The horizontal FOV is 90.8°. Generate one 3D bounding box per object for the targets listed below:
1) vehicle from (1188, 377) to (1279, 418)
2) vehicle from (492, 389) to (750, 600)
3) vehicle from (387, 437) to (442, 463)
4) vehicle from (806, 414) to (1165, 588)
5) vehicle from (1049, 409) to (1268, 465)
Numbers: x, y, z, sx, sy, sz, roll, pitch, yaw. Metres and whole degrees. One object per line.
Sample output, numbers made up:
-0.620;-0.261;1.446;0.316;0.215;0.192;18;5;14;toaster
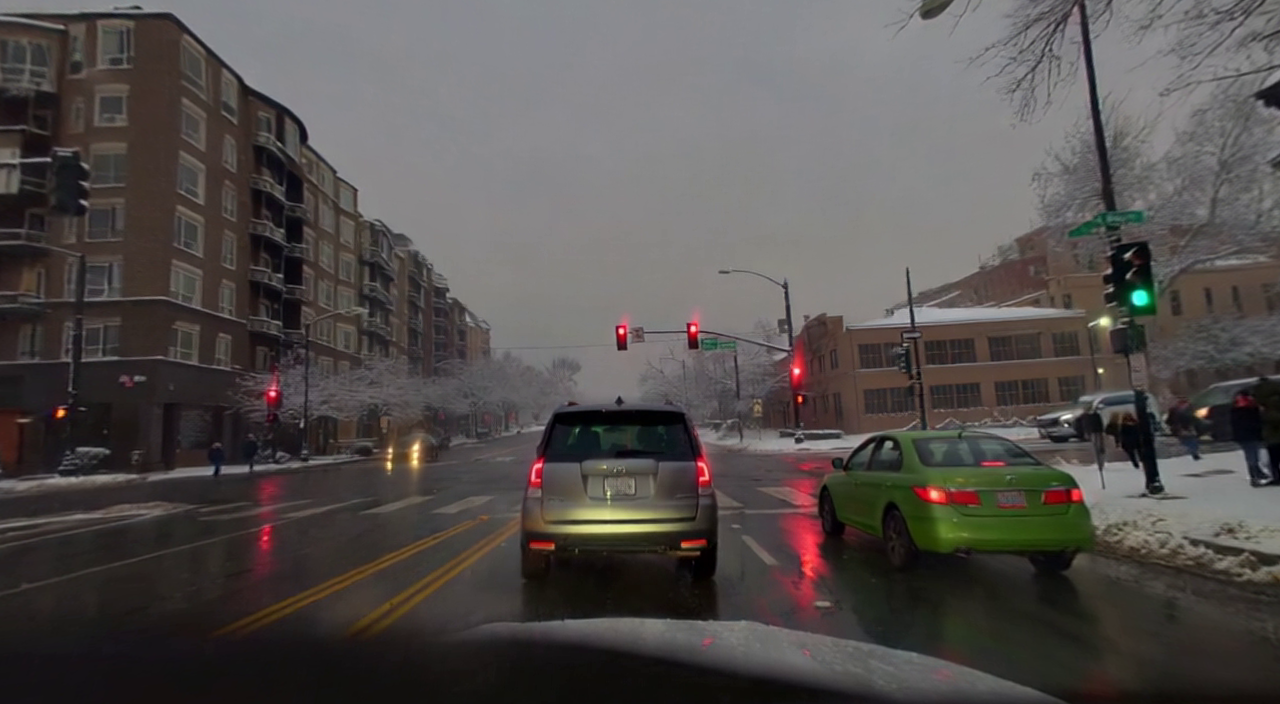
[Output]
26.562;1.979;27.154;4.287;1.639;1.729;0;-8;1;vehicle
-0.151;1.508;7.475;2.168;1.776;4.135;0;-8;0;vehicle
-16.114;7.018;45.353;2.132;1.710;4.504;0;-8;2;vehicle
3.696;1.672;7.979;1.987;1.538;4.510;0;-8;0;vehicle
14.267;2.378;17.601;4.354;1.466;1.863;0;-8;2;vehicle
